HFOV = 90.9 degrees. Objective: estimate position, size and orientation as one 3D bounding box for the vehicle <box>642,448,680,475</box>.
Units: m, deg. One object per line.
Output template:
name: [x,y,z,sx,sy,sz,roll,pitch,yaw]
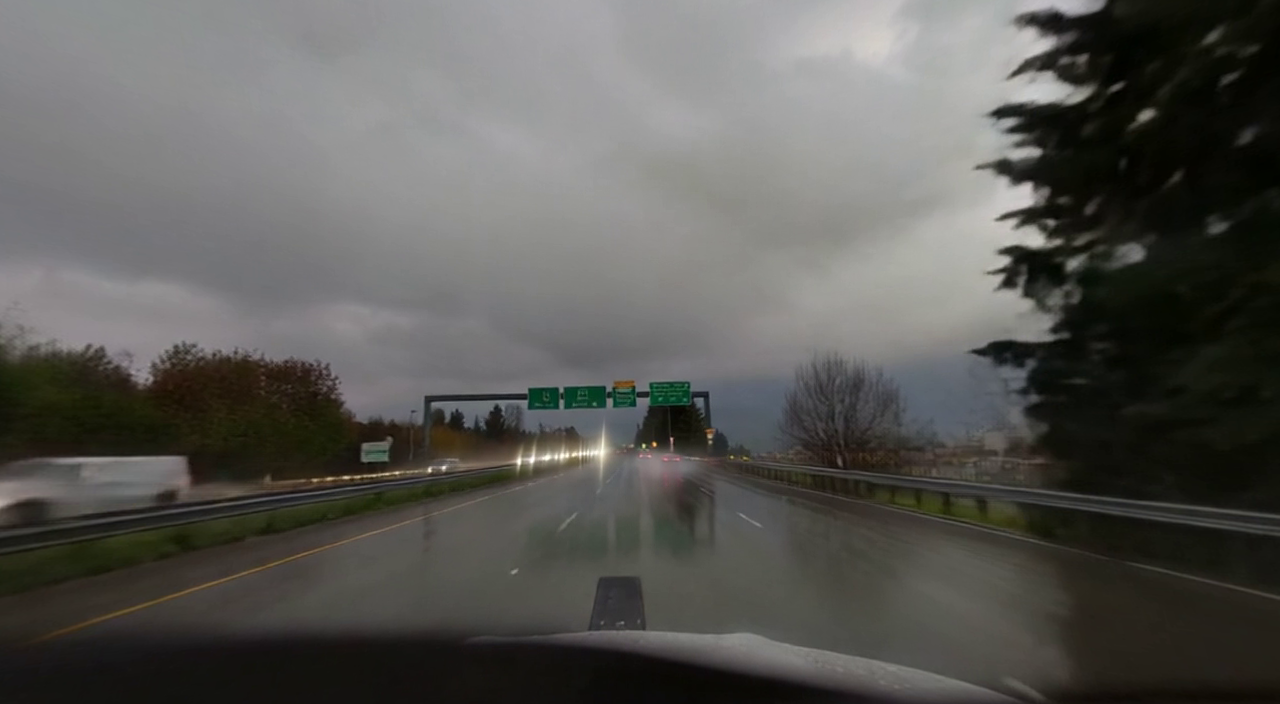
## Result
vehicle: [1.178,6.348,36.789,2.036,1.457,3.471,0,-9,-1]
